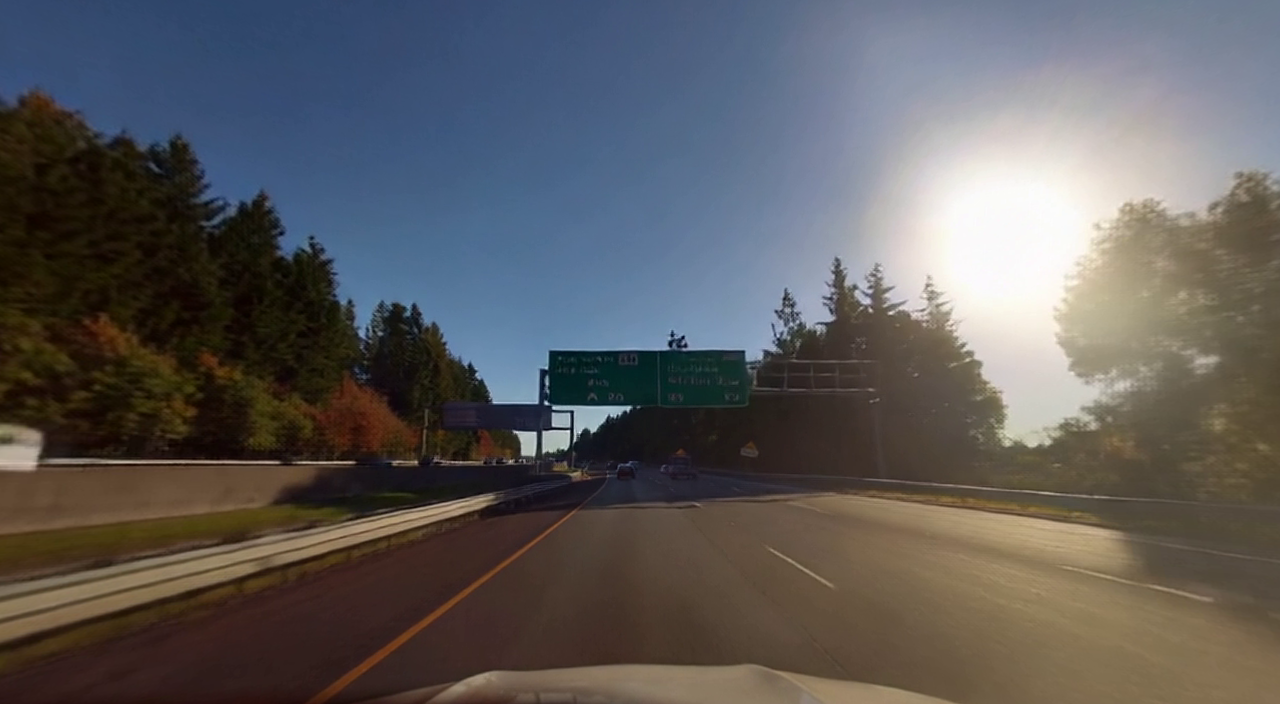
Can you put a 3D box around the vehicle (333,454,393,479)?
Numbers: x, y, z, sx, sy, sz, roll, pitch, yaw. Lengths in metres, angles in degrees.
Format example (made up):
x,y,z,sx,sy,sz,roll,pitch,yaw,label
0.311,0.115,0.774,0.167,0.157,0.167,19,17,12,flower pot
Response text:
x,y,z,sx,sy,sz,roll,pitch,yaw,label
-18.363,7.619,41.983,1.966,1.552,4.329,1,-11,0,vehicle
